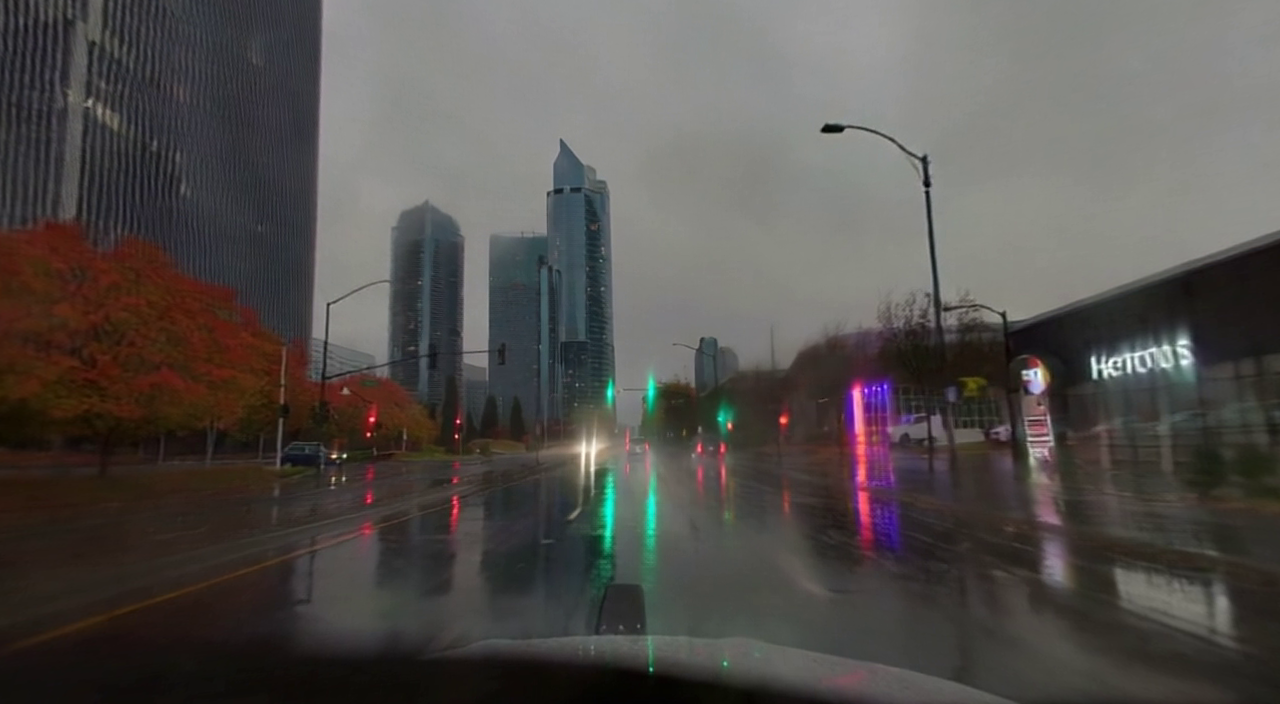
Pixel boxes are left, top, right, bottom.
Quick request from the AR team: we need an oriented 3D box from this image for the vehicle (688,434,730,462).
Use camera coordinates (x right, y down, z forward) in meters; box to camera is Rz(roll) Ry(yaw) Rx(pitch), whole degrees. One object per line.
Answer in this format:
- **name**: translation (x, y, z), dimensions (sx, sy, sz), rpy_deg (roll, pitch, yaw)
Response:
- **vehicle**: translation (4.534, 6.461, 42.202), dimensions (2.174, 1.749, 4.739), rpy_deg (1, -9, -2)

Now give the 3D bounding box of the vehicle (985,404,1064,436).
- **vehicle**: translation (23.431, 4.249, 38.650), dimensions (1.887, 1.635, 4.695), rpy_deg (1, -10, 0)

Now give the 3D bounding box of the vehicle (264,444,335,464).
- **vehicle**: translation (-26.819, 8.033, 49.716), dimensions (4.500, 1.555, 1.913), rpy_deg (0, -9, 3)

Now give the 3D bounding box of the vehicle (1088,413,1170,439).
- **vehicle**: translation (30.436, 4.671, 39.371), dimensions (1.729, 1.507, 4.279), rpy_deg (-1, -8, 1)

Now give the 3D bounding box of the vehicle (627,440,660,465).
- **vehicle**: translation (0.172, 6.633, 41.576), dimensions (2.014, 1.525, 4.197), rpy_deg (1, -9, -2)
